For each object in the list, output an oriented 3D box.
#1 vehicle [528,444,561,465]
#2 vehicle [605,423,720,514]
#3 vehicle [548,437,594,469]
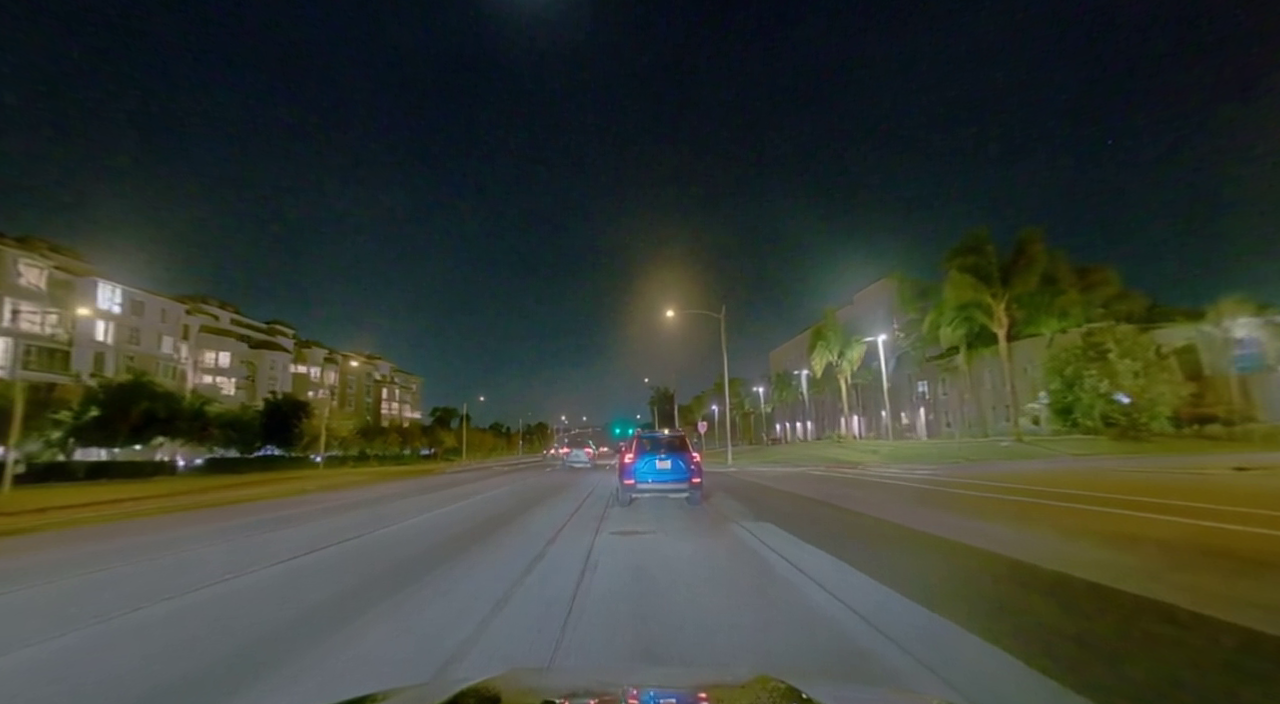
[{"bbox_3d":[-7.208,7.760,47.890,1.910,1.484,3.980,0,-9,0],"label":"vehicle"},{"bbox_3d":[0.355,2.539,14.154,2.198,1.706,4.166,0,-9,-2],"label":"vehicle"},{"bbox_3d":[-4.049,6.029,37.768,2.169,1.796,4.821,0,-9,0],"label":"vehicle"}]
